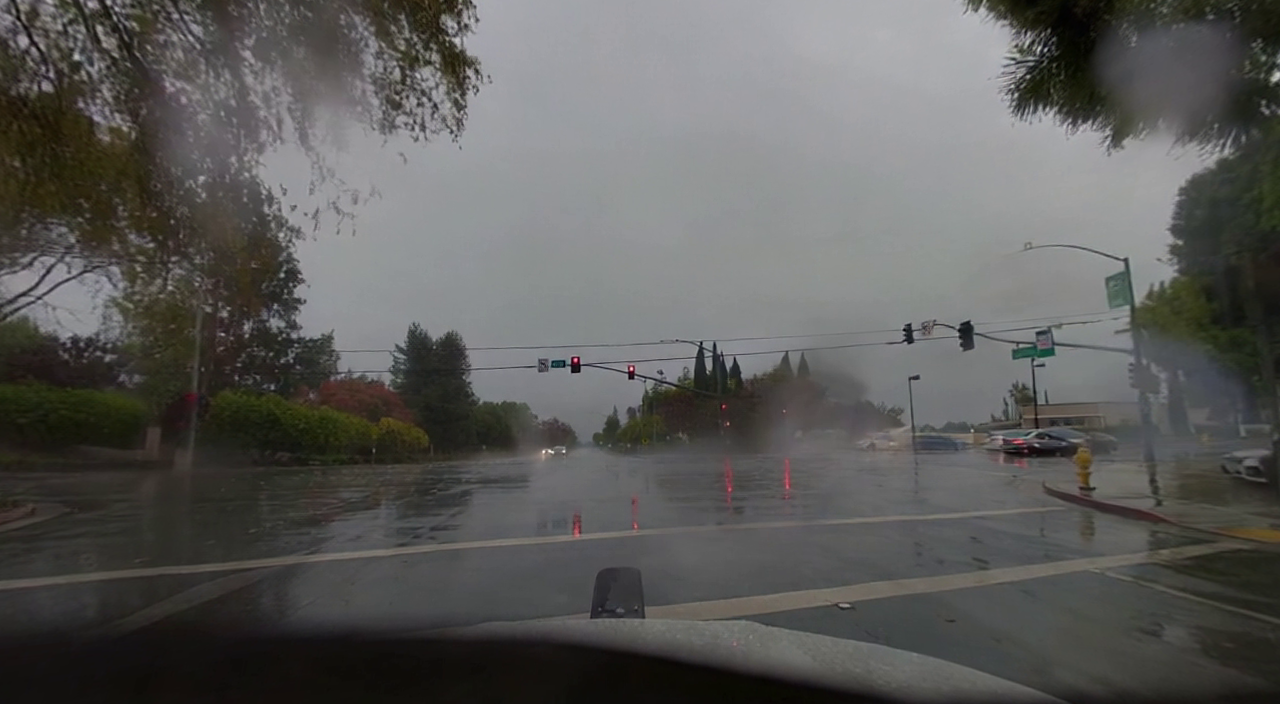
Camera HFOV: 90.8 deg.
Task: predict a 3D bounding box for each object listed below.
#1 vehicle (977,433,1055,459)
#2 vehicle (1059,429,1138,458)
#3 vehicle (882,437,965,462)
[{"bbox_3d":[26.949,6.734,45.268,5.032,1.828,2.183,4,-9,-24],"label":"vehicle"},{"bbox_3d":[36.115,7.205,49.712,6.148,2.119,2.473,4,-10,-28],"label":"vehicle"},{"bbox_3d":[18.691,6.431,41.619,5.234,1.549,1.982,4,-9,-24],"label":"vehicle"}]
